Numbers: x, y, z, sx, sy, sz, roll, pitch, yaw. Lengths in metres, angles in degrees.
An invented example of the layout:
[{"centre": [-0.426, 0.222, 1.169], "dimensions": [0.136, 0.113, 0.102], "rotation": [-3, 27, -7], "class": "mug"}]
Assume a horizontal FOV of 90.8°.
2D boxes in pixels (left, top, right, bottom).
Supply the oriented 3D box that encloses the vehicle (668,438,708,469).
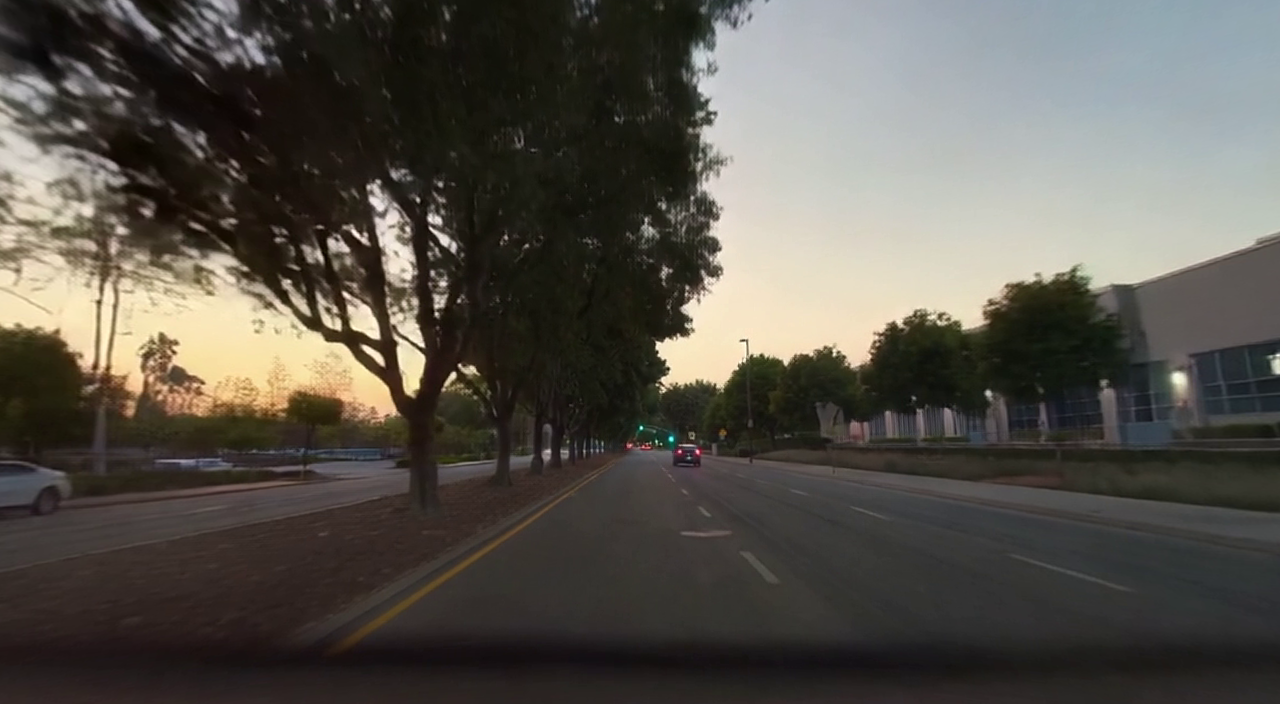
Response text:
[{"centre": [3.002, 6.509, 40.566], "dimensions": [2.085, 1.828, 5.383], "rotation": [0, -8, -1], "class": "vehicle"}]
